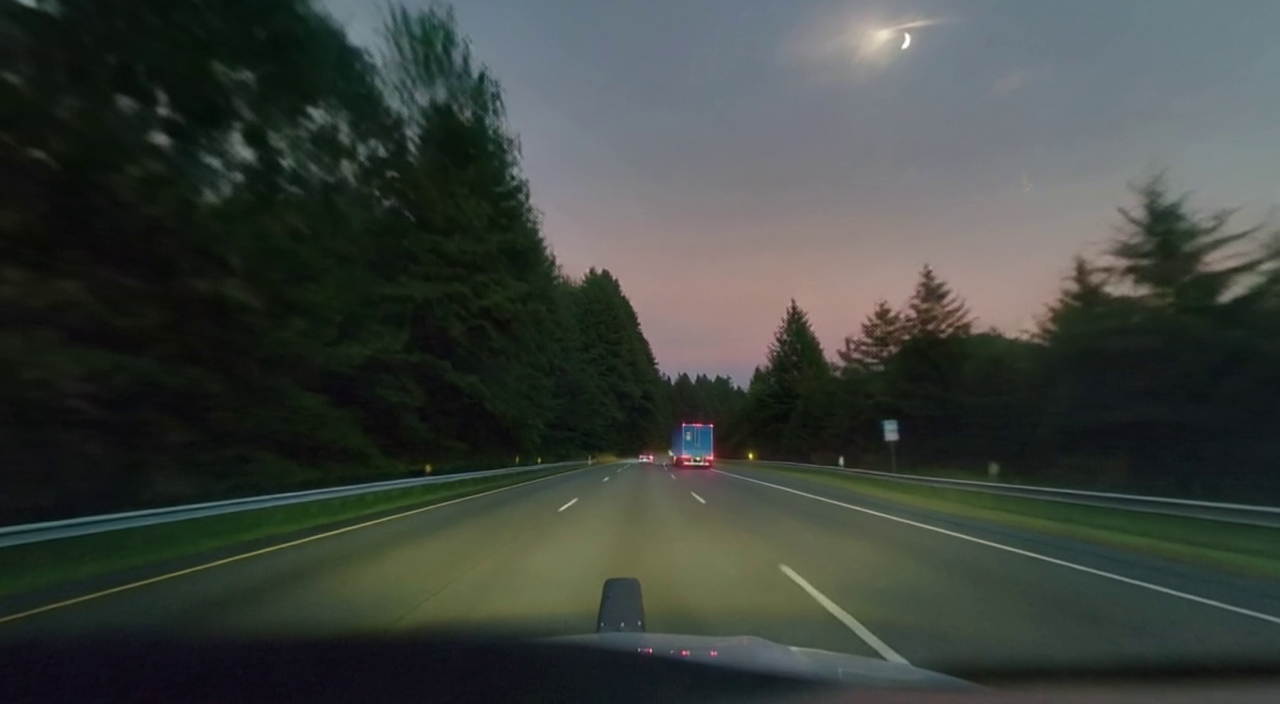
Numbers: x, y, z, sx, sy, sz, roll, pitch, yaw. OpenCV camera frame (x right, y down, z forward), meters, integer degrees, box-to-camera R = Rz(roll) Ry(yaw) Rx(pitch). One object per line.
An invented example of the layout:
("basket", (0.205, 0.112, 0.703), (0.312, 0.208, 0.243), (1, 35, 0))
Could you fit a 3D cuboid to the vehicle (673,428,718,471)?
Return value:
("vehicle", (3.806, 6.949, 44.760), (2.572, 2.795, 5.978), (0, -9, -1))
